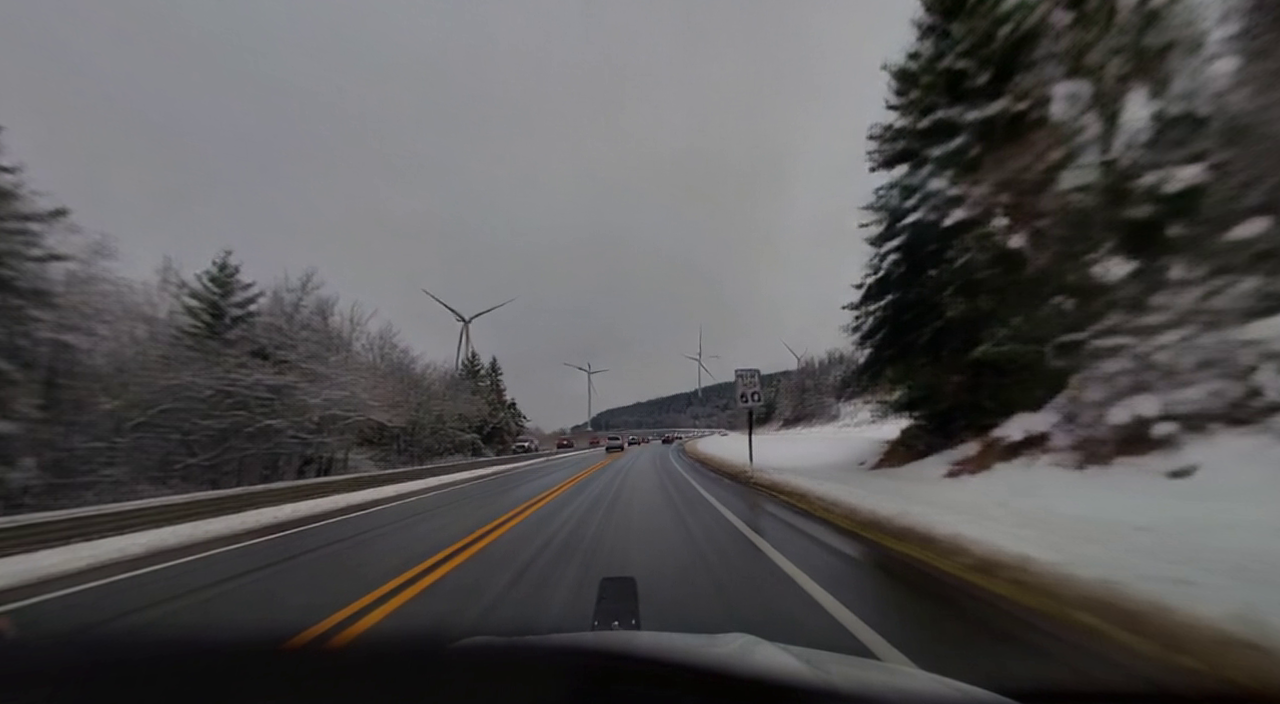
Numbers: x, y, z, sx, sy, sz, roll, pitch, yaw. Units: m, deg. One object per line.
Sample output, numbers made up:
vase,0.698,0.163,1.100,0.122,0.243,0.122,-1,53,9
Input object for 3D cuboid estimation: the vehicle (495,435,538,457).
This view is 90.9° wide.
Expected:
vehicle,-9.013,6.851,46.185,1.917,1.475,4.700,0,-8,4
